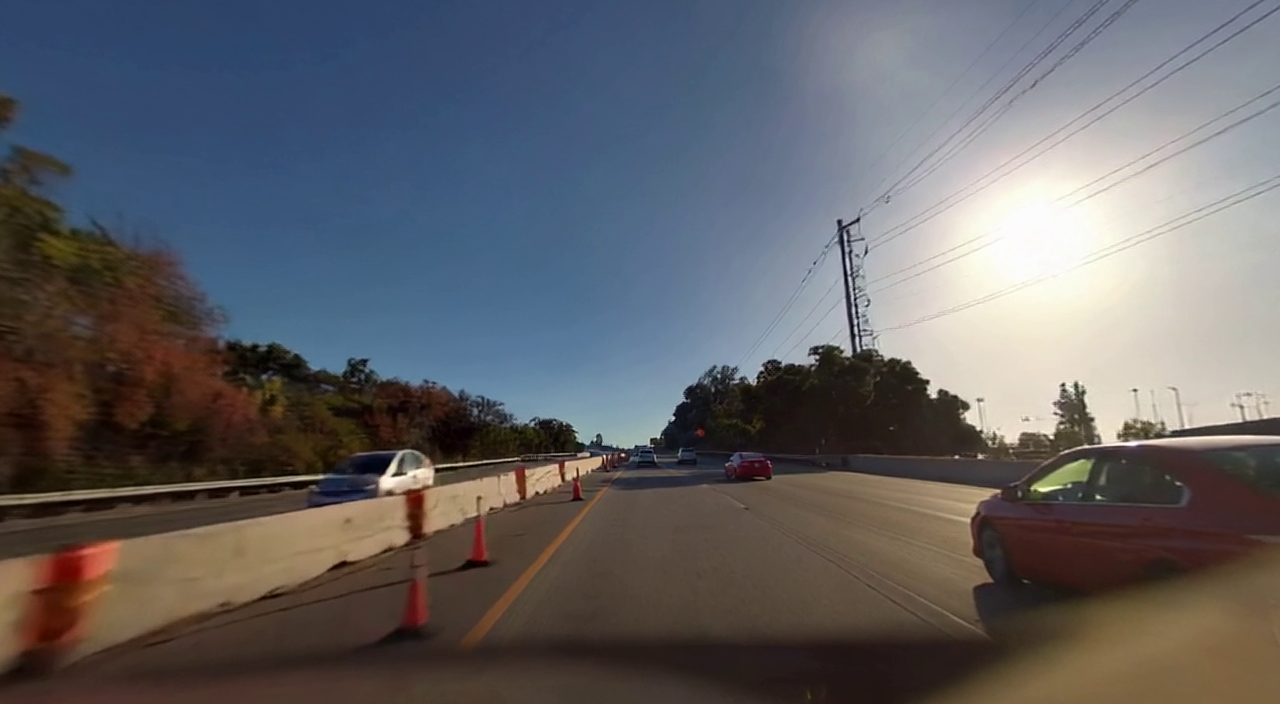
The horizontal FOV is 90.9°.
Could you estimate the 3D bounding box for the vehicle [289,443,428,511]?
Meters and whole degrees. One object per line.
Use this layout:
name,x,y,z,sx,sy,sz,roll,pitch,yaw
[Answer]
vehicle,-7.401,3.279,17.073,1.888,1.605,3.922,0,-8,1

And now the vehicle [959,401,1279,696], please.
vehicle,4.438,1.210,4.474,1.997,1.568,4.529,0,-8,0

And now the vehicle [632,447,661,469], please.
vehicle,0.444,8.120,48.351,2.096,1.583,4.150,0,-8,-1

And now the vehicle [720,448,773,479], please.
vehicle,5.250,5.530,31.507,1.881,1.409,4.016,0,-8,-1
